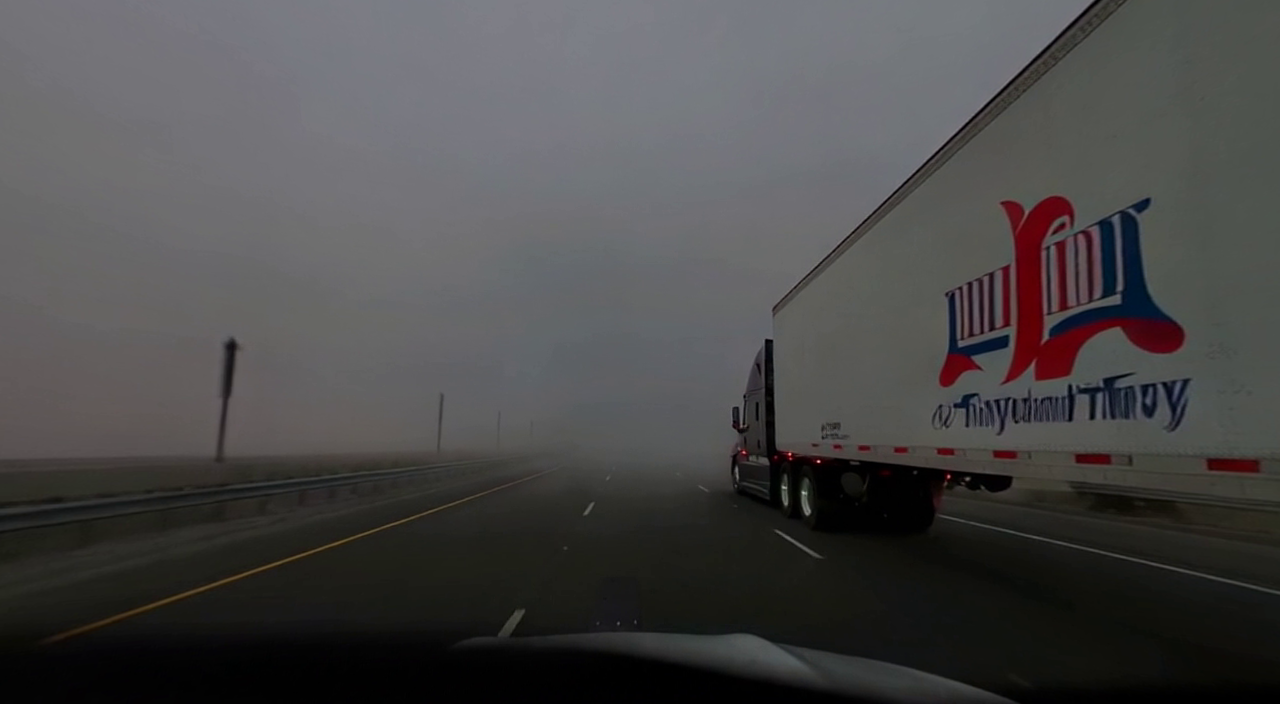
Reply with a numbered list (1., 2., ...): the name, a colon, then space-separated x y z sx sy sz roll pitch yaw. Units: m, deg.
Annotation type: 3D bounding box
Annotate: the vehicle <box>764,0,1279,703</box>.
1. vehicle: 3.990 0.199 5.939 2.962 4.132 12.720 0 -8 0
